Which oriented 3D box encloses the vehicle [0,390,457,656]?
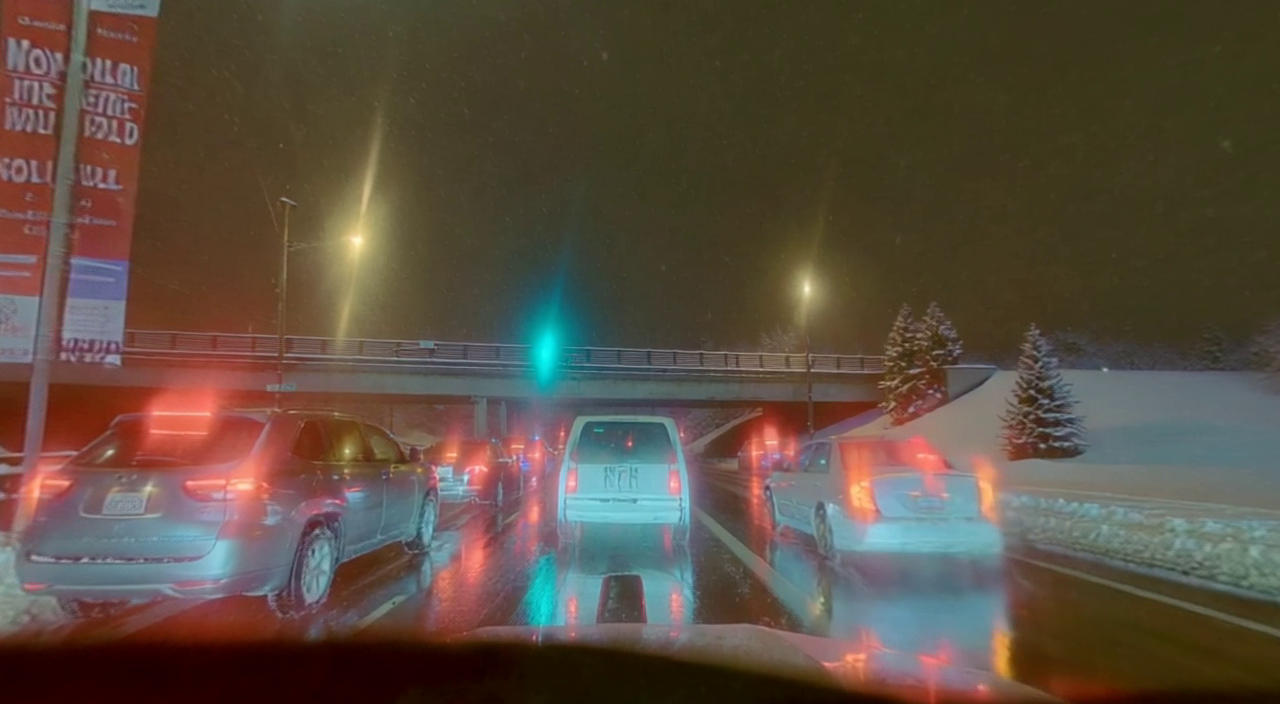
[{"bbox_3d":[-3.498,1.422,6.269,2.039,1.709,4.265,0,-9,0],"label":"vehicle"}]

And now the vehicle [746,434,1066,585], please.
[{"bbox_3d":[3.069,1.936,8.772,2.228,1.472,4.939,0,-9,-1],"label":"vehicle"}]

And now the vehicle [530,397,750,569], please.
[{"bbox_3d":[-0.080,1.767,9.211,2.409,1.864,4.471,0,-9,-2],"label":"vehicle"}]

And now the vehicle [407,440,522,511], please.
[{"bbox_3d":[-4.154,2.946,15.431,1.797,1.505,3.506,0,-9,0],"label":"vehicle"}]
